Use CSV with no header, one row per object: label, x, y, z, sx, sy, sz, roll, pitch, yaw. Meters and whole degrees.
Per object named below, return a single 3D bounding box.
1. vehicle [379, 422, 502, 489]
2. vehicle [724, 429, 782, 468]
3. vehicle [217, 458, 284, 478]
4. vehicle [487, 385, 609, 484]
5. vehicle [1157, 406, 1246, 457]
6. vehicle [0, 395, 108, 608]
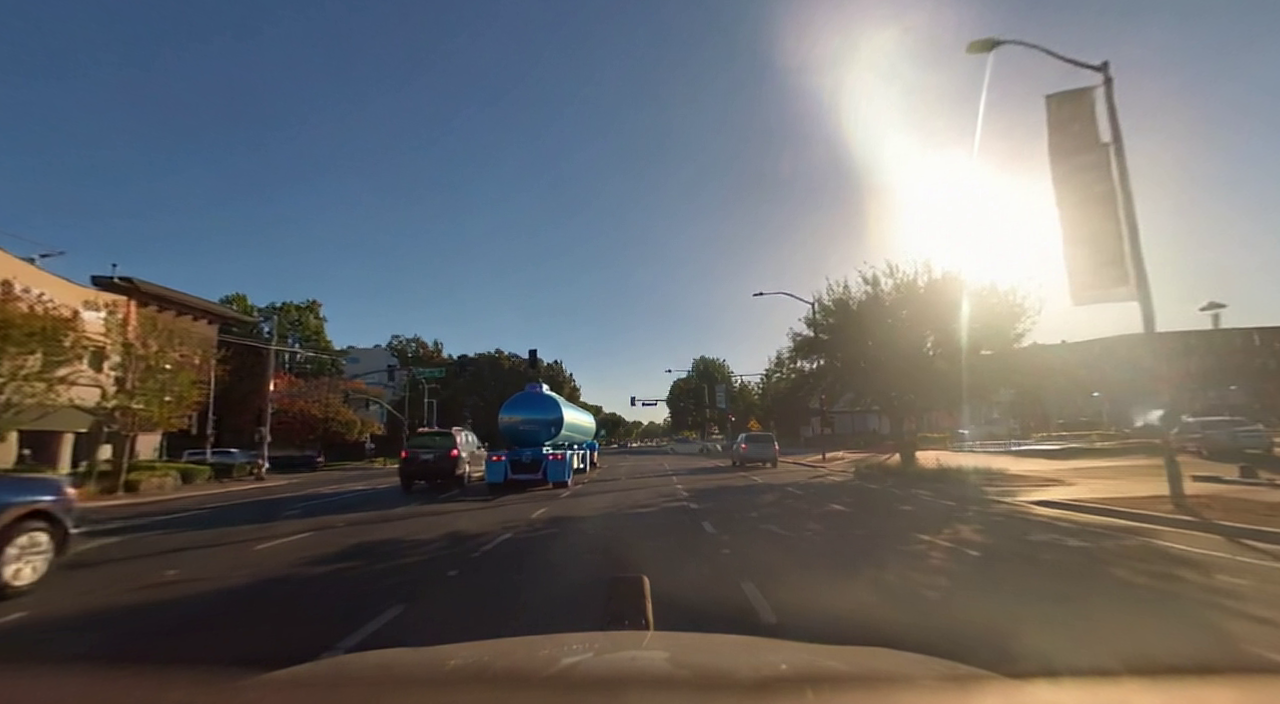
vehicle,-6.582,3.495,21.657,2.375,1.989,5.497,0,-8,0
vehicle,5.914,5.139,33.725,2.093,1.926,4.749,0,-8,-2
vehicle,-30.704,9.125,49.697,4.507,1.470,1.816,-2,-8,15
vehicle,-3.148,3.566,26.676,2.841,3.004,14.901,0,-8,0
vehicle,23.255,3.359,26.168,2.380,1.890,5.620,-7,-11,41
vehicle,-6.420,1.045,3.871,2.179,1.750,4.621,0,-8,1
